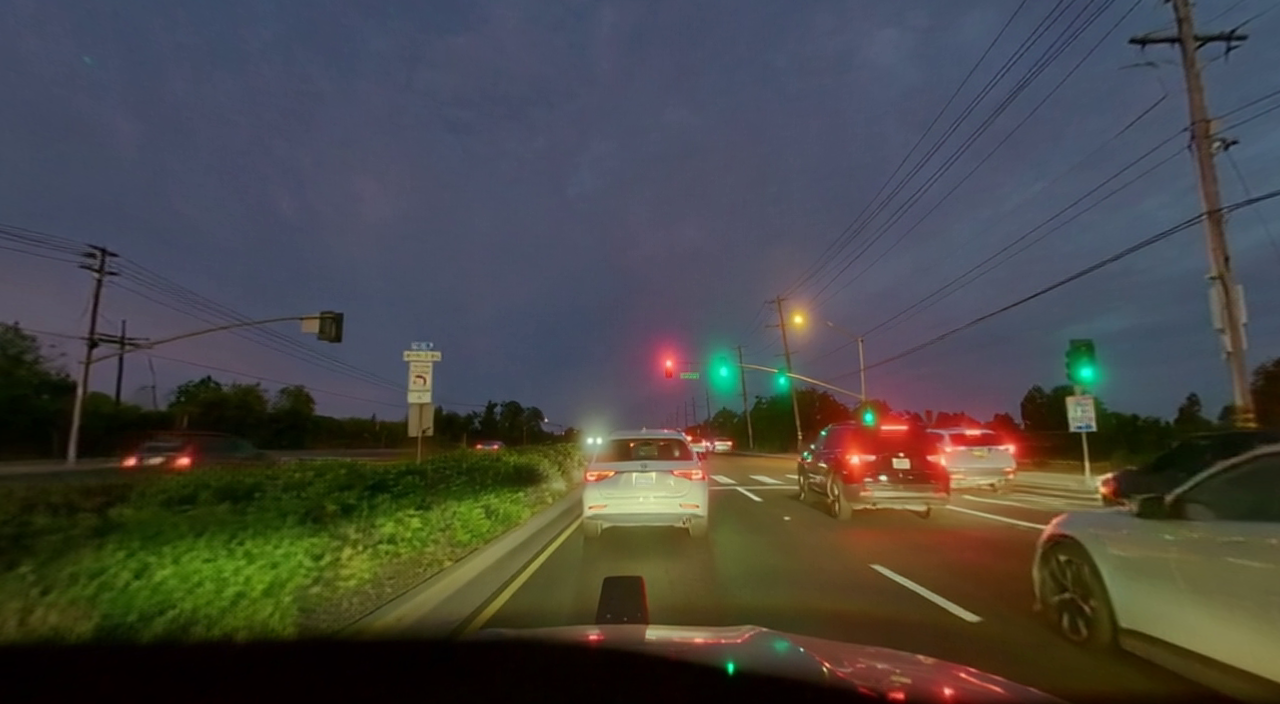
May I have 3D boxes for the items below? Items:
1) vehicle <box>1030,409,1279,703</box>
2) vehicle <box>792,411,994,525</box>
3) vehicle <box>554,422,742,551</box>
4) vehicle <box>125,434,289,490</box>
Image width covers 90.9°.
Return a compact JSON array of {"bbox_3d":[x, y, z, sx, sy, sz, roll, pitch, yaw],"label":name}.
[{"bbox_3d":[3.517,0.849,1.754,2.028,1.454,4.531,0,-8,1],"label":"vehicle"},{"bbox_3d":[4.476,2.135,12.056,2.140,1.753,4.256,0,-8,1],"label":"vehicle"},{"bbox_3d":[0.113,1.921,9.693,2.208,1.498,4.401,0,-8,1],"label":"vehicle"},{"bbox_3d":[-17.128,4.374,25.456,2.262,1.967,5.814,-1,-8,3],"label":"vehicle"}]
